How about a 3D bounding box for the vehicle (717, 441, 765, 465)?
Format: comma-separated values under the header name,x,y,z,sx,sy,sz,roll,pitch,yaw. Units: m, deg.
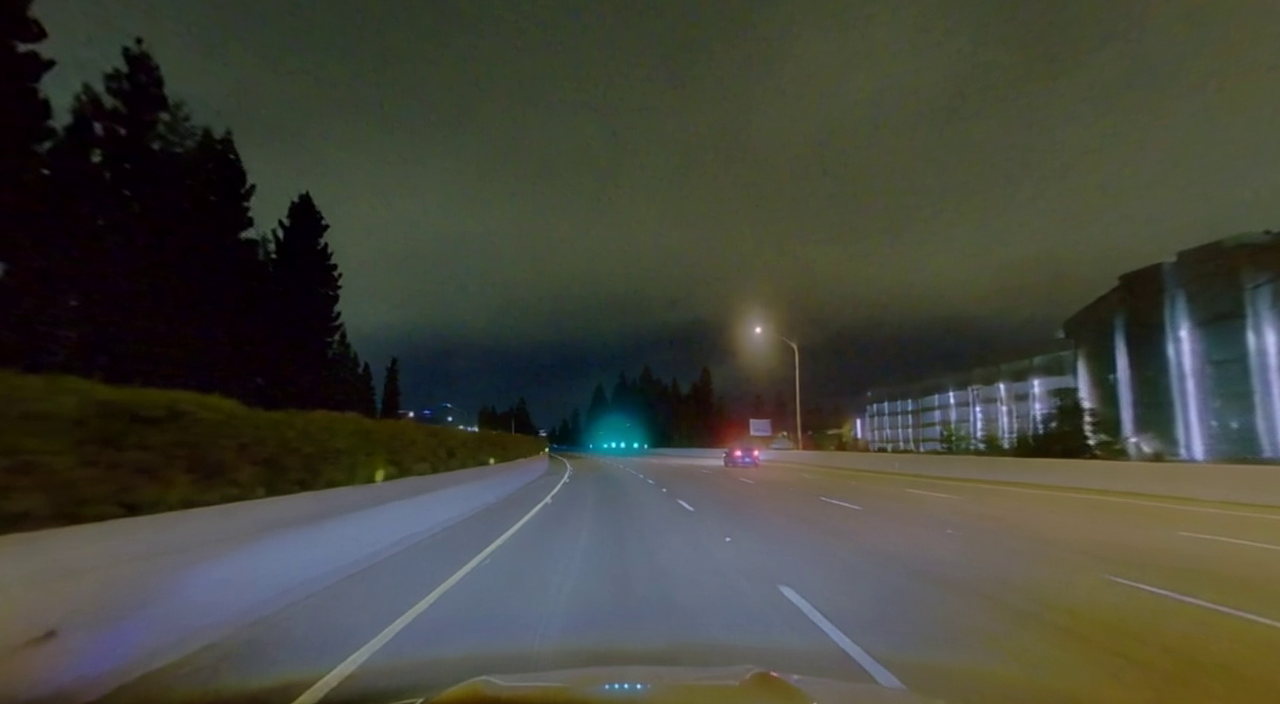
name,x,y,z,sx,sy,sz,roll,pitch,yaw
vehicle,6.533,6.601,41.259,1.908,1.483,4.474,1,-9,-8
